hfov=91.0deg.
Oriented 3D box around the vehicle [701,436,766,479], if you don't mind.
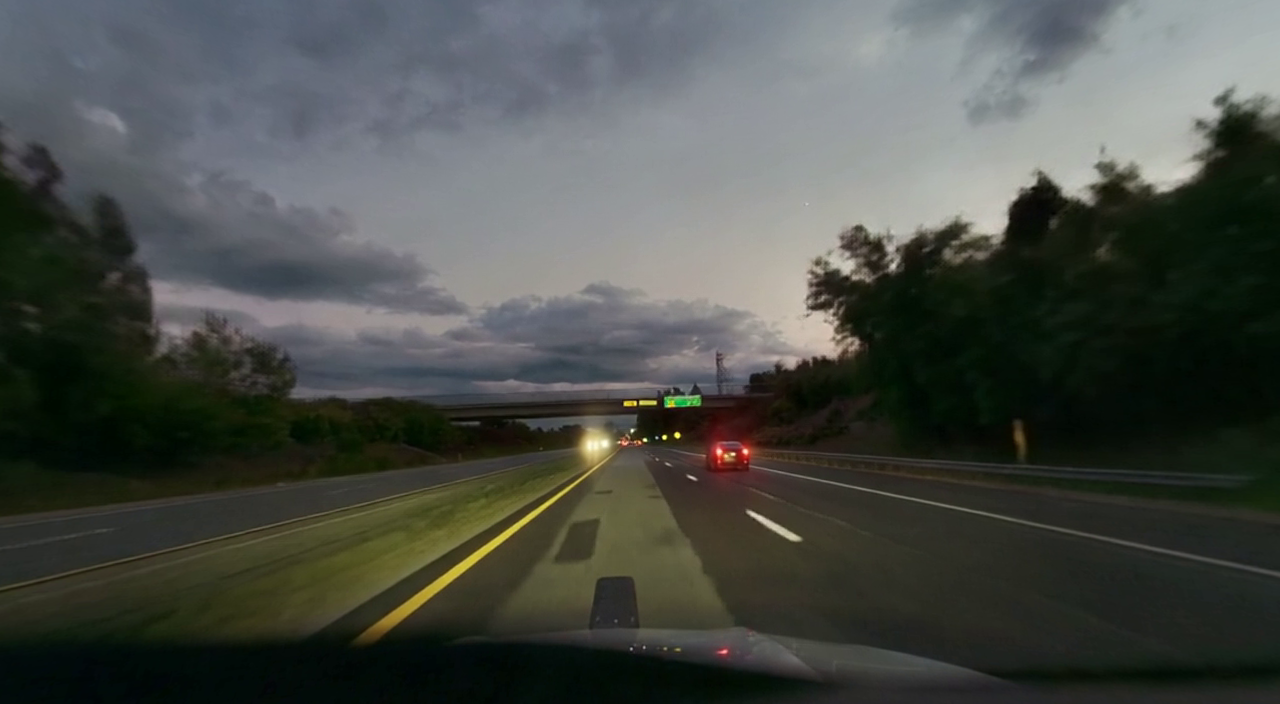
[{"bbox_3d":[3.449,3.942,23.862,1.781,1.470,3.540,0,-8,-2],"label":"vehicle"}]
